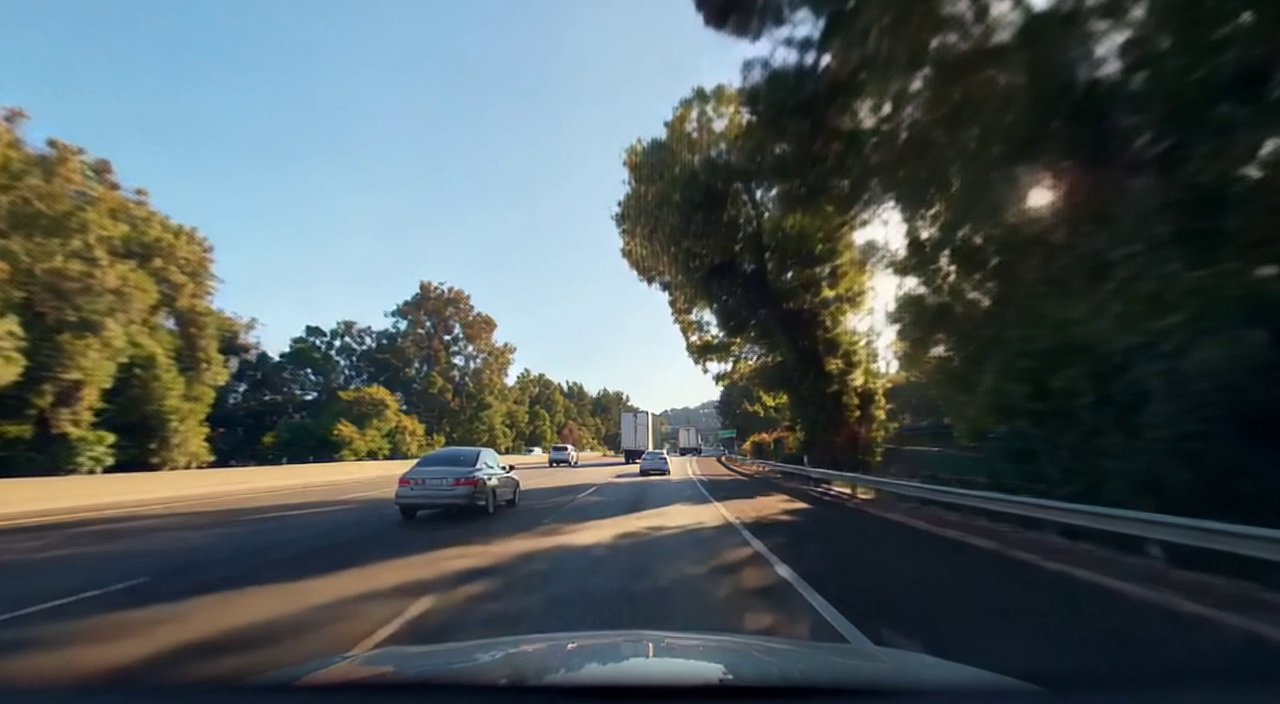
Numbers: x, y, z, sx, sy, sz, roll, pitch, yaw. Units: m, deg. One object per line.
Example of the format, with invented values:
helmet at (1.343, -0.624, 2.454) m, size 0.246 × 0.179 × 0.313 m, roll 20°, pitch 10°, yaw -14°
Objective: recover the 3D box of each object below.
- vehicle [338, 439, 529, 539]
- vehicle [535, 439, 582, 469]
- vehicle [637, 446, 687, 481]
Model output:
vehicle at (-3.553, 2.442, 11.950) m, size 1.916 × 1.486 × 4.631 m, roll -1°, pitch -9°, yaw 2°
vehicle at (-5.358, 6.820, 42.361) m, size 2.142 × 1.833 × 4.854 m, roll -1°, pitch -9°, yaw 5°
vehicle at (0.982, 4.758, 27.098) m, size 1.984 × 1.365 × 3.767 m, roll -1°, pitch -9°, yaw 3°
